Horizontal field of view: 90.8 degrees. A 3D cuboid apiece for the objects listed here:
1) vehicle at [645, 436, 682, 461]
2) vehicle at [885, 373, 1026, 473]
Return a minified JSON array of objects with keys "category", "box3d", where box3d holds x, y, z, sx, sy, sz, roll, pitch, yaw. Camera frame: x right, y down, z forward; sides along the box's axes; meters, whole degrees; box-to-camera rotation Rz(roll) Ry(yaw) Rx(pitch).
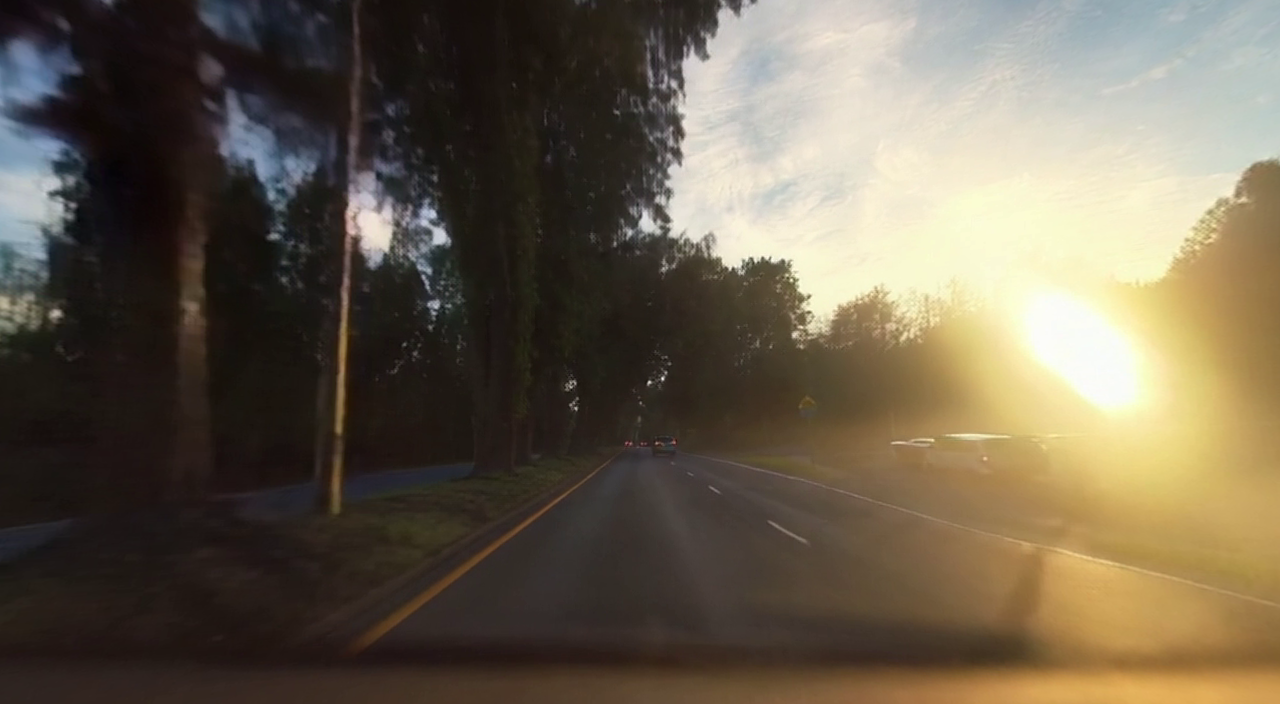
[{"category":"vehicle","box3d":[1.666,7.016,46.010,2.183,1.744,4.424,0,-8,-4]},{"category":"vehicle","box3d":[10.936,2.595,22.486,3.250,3.147,4.411,-2,-9,11]}]
